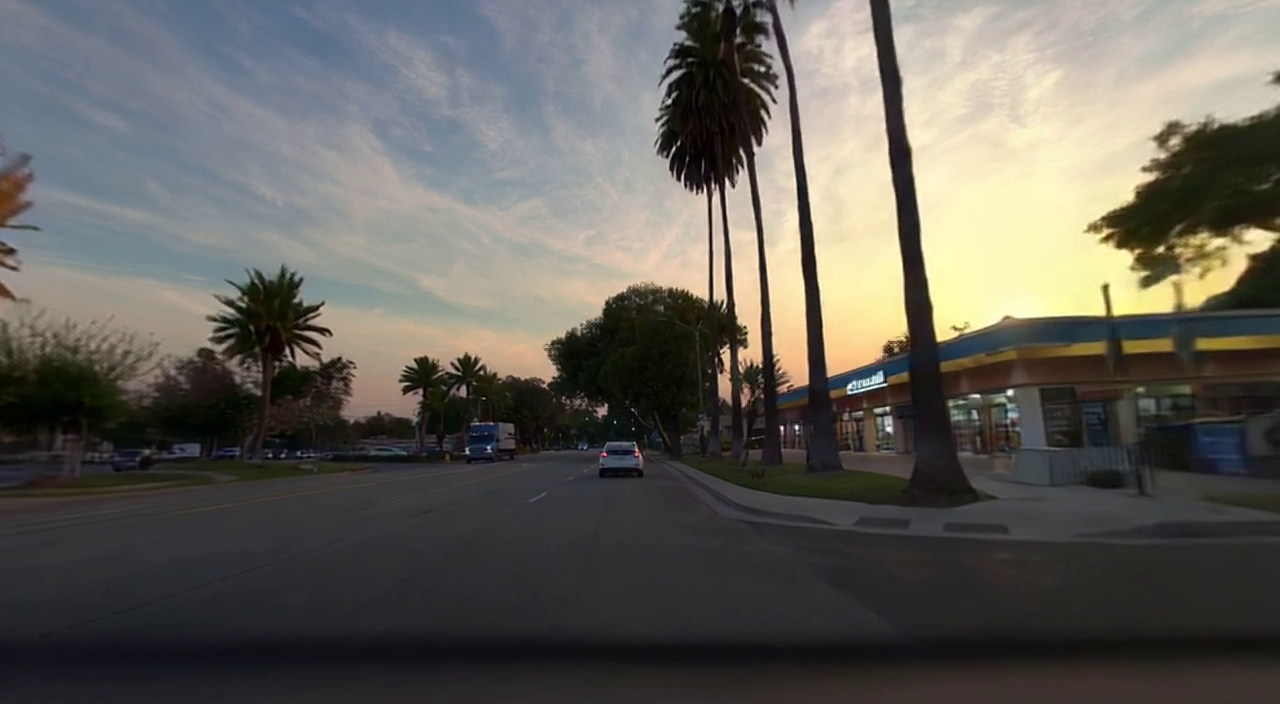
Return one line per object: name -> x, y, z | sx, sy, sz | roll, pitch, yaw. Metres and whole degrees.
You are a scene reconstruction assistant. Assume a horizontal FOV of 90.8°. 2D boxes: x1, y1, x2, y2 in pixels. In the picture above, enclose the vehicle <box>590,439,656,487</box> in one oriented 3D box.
vehicle -> -0.579, 3.807, 22.034 | 2.076, 1.486, 4.119 | 0, -9, -1
